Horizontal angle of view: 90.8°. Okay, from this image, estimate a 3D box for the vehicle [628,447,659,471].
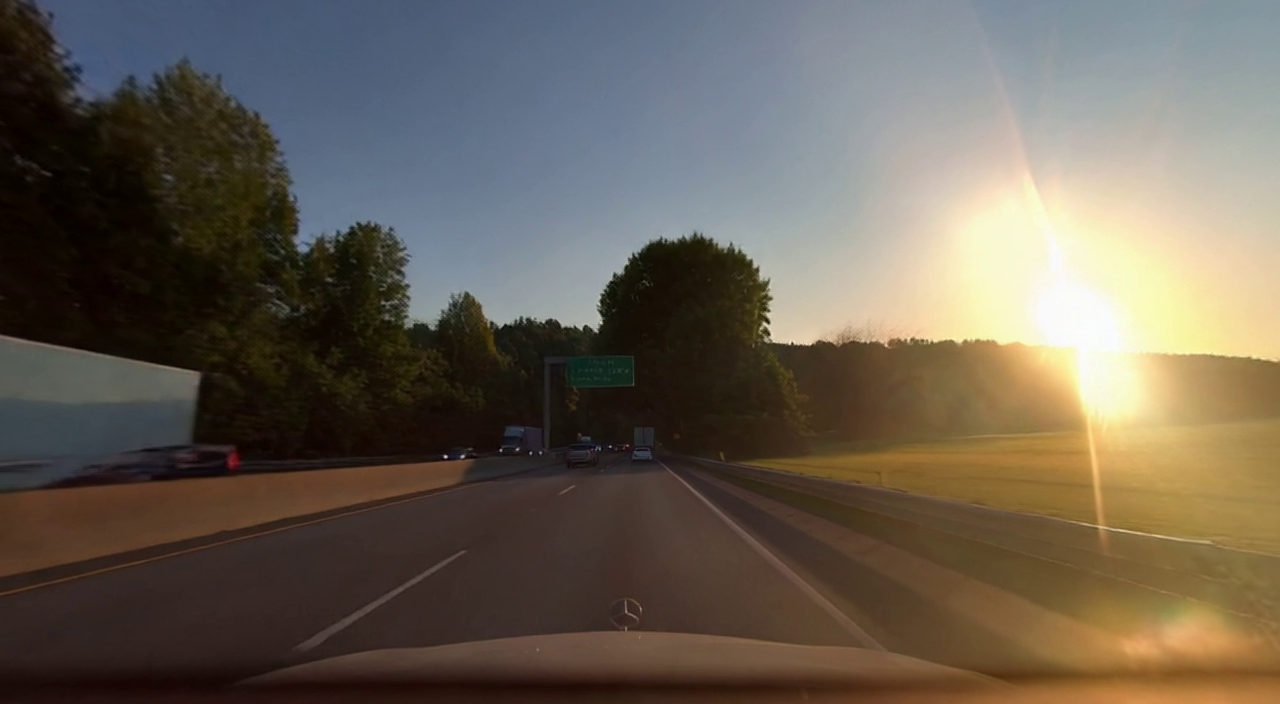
[{"bbox_3d":[0.235,6.737,39.937,1.853,1.436,3.438,0,-9,0],"label":"vehicle"}]

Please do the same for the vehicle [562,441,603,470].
[{"bbox_3d":[-3.652,6.655,40.676,2.097,1.722,4.808,0,-9,1],"label":"vehicle"}]

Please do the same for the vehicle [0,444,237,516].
[{"bbox_3d":[-11.762,2.871,14.637,1.918,1.396,4.332,0,-9,0],"label":"vehicle"}]

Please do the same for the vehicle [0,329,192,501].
[{"bbox_3d":[-15.967,1.230,13.064,2.865,3.869,14.320,0,-9,0],"label":"vehicle"}]
